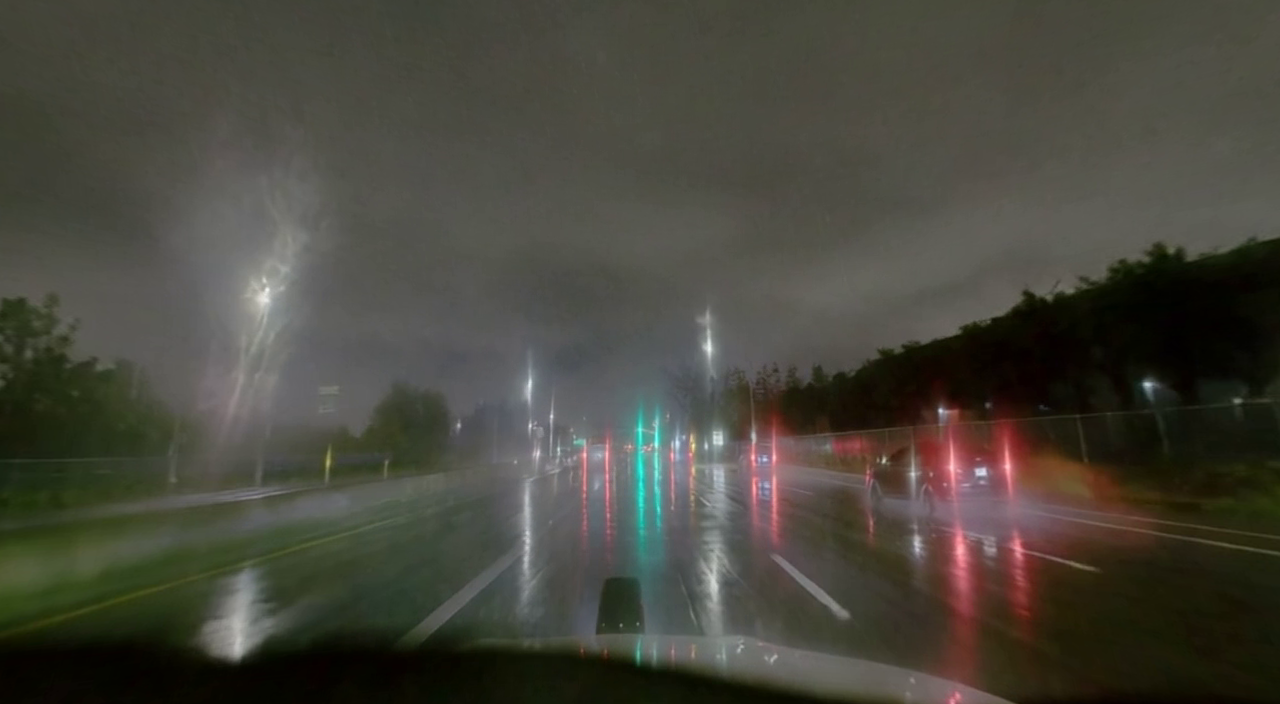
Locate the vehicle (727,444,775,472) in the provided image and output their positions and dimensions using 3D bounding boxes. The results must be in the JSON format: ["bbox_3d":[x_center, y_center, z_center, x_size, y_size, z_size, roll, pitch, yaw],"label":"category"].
[{"bbox_3d":[6.611,6.339,37.997,1.987,1.597,4.463,0,-8,-1],"label":"vehicle"}]

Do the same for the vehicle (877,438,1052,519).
[{"bbox_3d":[6.862,2.678,13.879,1.838,1.518,3.713,0,-8,-1],"label":"vehicle"}]
